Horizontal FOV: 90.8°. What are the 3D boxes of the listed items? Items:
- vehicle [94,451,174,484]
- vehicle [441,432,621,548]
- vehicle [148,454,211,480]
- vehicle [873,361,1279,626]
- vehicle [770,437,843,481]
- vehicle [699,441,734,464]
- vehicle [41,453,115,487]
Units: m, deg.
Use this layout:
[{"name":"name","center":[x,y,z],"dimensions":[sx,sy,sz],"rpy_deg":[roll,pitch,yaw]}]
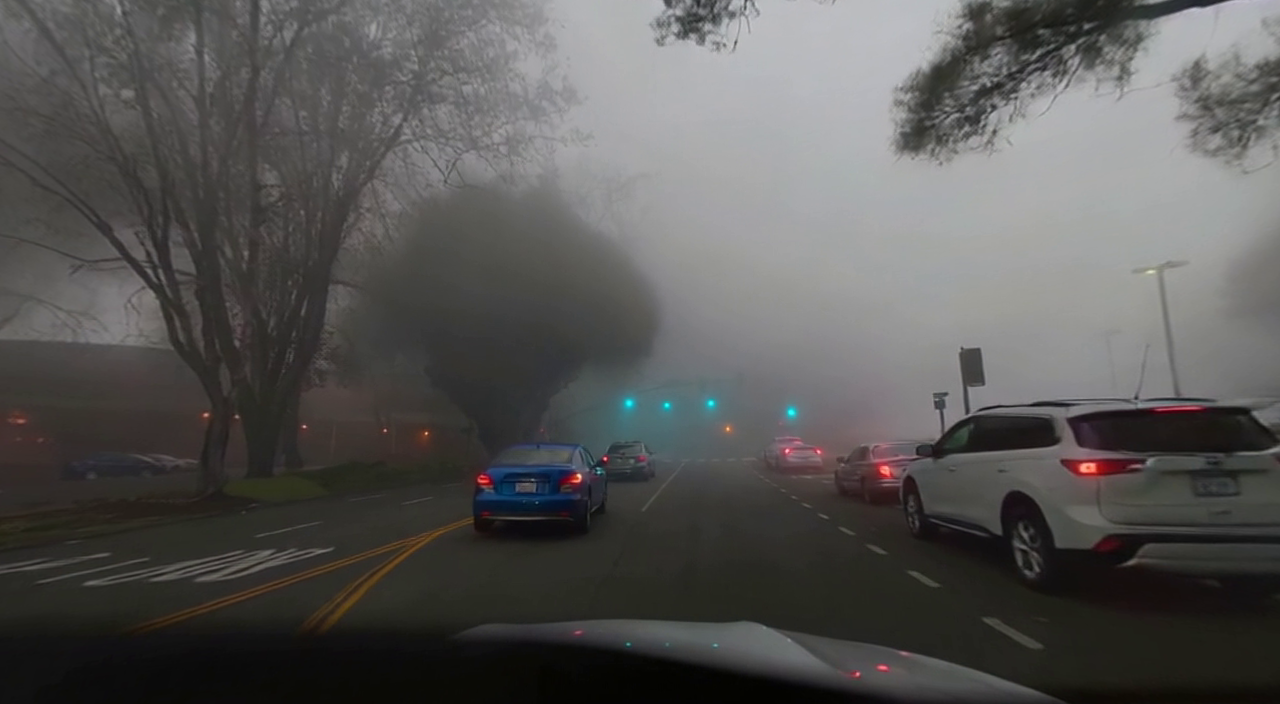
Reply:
[{"name":"vehicle","center":[-27.172,6.159,33.918],"dimensions":[4.127,1.583,1.978],"rpy_deg":[-5,-10,32]},{"name":"vehicle","center":[-1.512,2.128,10.515],"dimensions":[1.968,1.497,4.286],"rpy_deg":[-1,-8,4]},{"name":"vehicle","center":[-26.595,6.607,36.484],"dimensions":[3.527,1.390,1.681],"rpy_deg":[-6,-10,33]},{"name":"vehicle","center":[4.787,1.427,7.444],"dimensions":[2.324,1.907,5.634],"rpy_deg":[-1,-8,5]},{"name":"vehicle","center":[6.151,3.988,23.862],"dimensions":[1.910,1.493,4.490],"rpy_deg":[-1,-8,5]},{"name":"vehicle","center":[5.029,6.647,41.908],"dimensions":[2.095,1.473,4.301],"rpy_deg":[-1,-8,5]},{"name":"vehicle","center":[-27.622,5.752,31.036],"dimensions":[3.865,1.499,1.804],"rpy_deg":[-6,-10,36]}]
